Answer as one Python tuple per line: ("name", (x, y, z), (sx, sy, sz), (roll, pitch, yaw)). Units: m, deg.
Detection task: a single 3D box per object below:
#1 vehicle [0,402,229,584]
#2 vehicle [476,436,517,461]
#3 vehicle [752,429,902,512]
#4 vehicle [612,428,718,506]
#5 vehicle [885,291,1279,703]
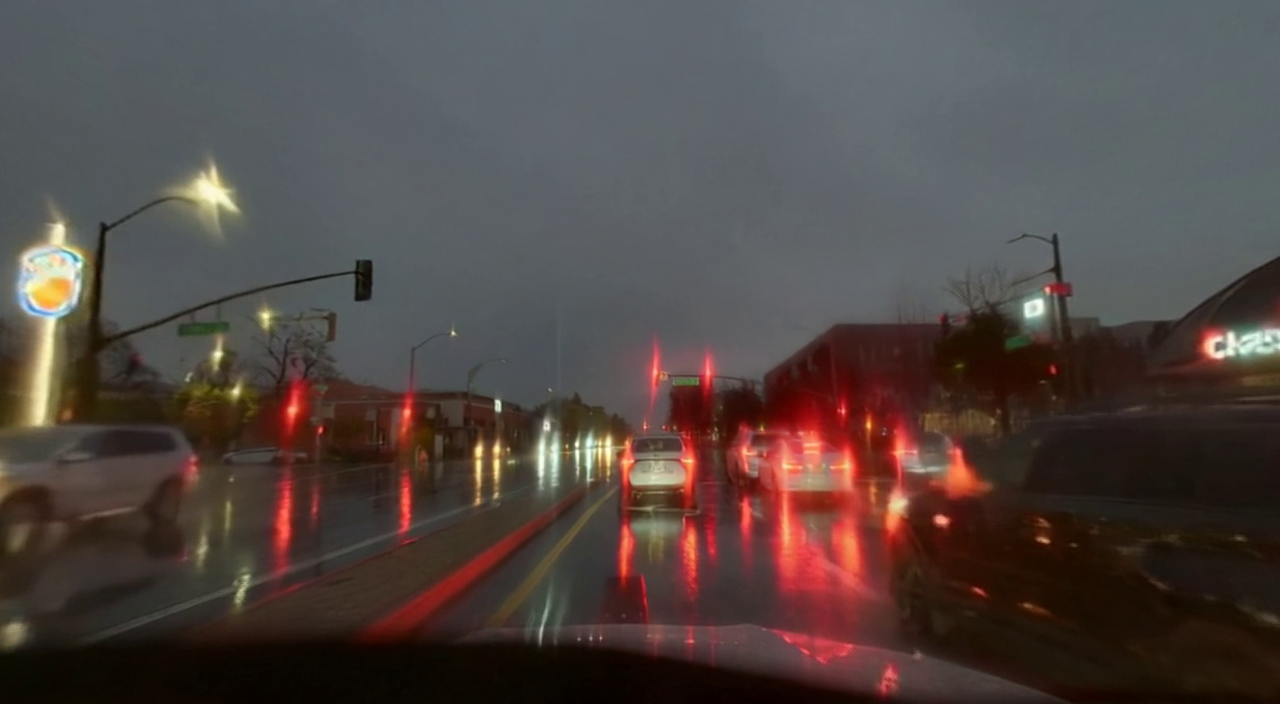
("vehicle", (-7.623, 1.666, 8.193), (2.106, 1.751, 4.554), (1, -8, -10))
("vehicle", (-11.249, 7.601, 49.657), (2.122, 1.829, 4.559), (0, -8, 1))
("vehicle", (3.778, 2.462, 13.659), (1.883, 1.480, 4.489), (0, -8, 0))
("vehicle", (0.482, 2.544, 14.371), (2.073, 1.496, 3.892), (0, -8, 0))
("vehicle", (3.160, 0.831, 3.005), (2.038, 1.787, 4.946), (0, -8, 1))
